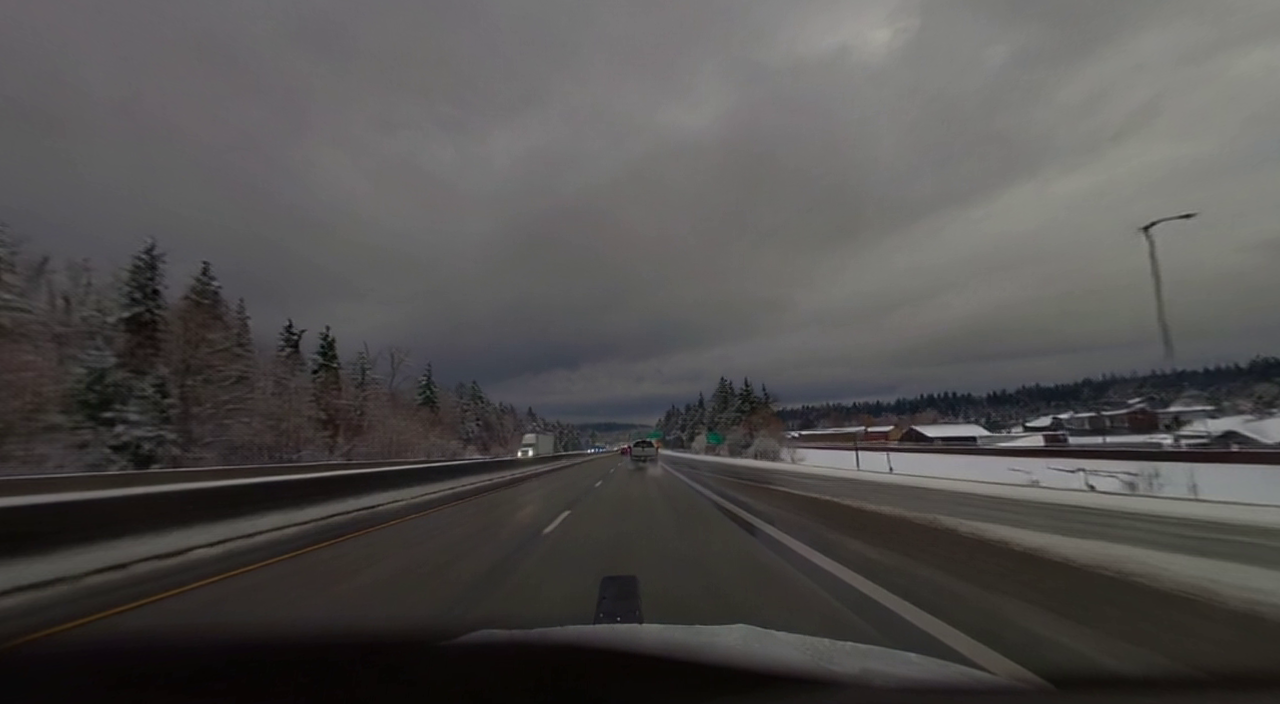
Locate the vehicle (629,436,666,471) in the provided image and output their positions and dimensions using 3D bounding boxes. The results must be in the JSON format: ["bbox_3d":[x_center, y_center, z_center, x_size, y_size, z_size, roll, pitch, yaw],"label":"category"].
[{"bbox_3d":[0.488,6.508,40.320,2.268,2.122,4.595,-1,-9,1],"label":"vehicle"}]
